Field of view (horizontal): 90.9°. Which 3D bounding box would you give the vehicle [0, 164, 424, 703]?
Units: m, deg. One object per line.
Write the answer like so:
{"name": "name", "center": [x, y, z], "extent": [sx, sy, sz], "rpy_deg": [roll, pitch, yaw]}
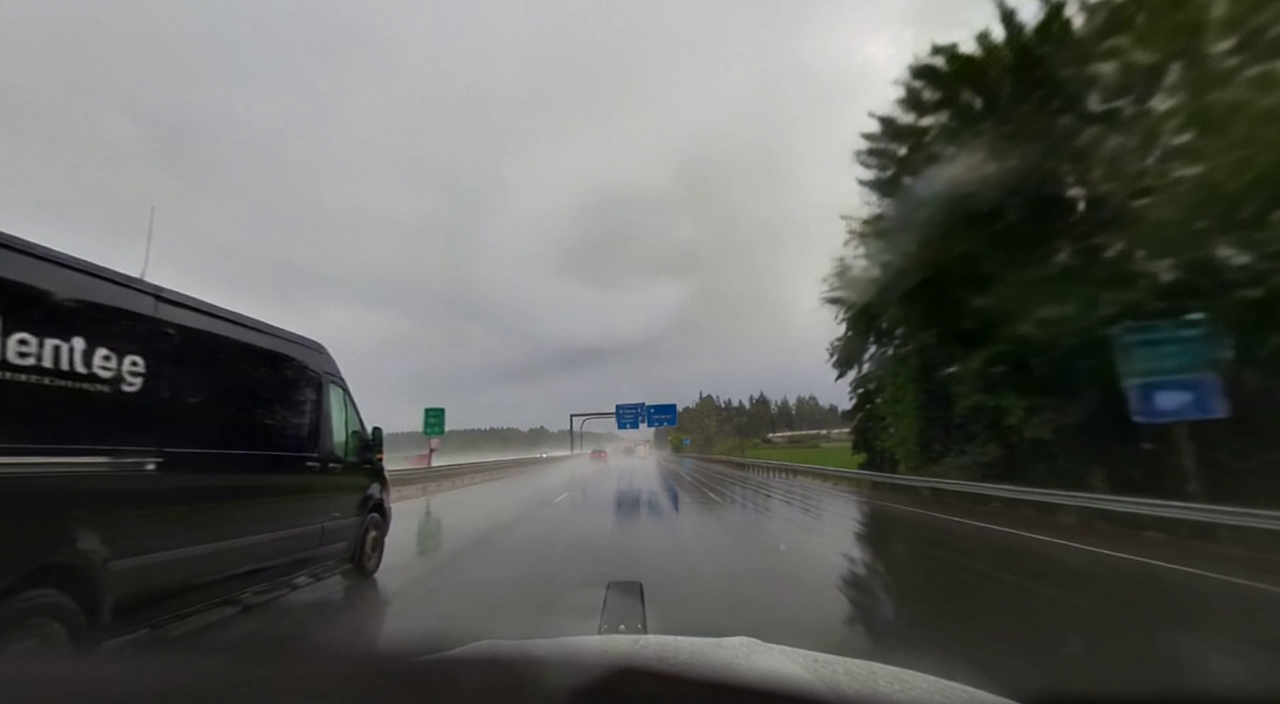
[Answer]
{"name": "vehicle", "center": [-4.032, 0.811, 4.849], "extent": [2.320, 2.636, 7.021], "rpy_deg": [0, -9, -1]}
